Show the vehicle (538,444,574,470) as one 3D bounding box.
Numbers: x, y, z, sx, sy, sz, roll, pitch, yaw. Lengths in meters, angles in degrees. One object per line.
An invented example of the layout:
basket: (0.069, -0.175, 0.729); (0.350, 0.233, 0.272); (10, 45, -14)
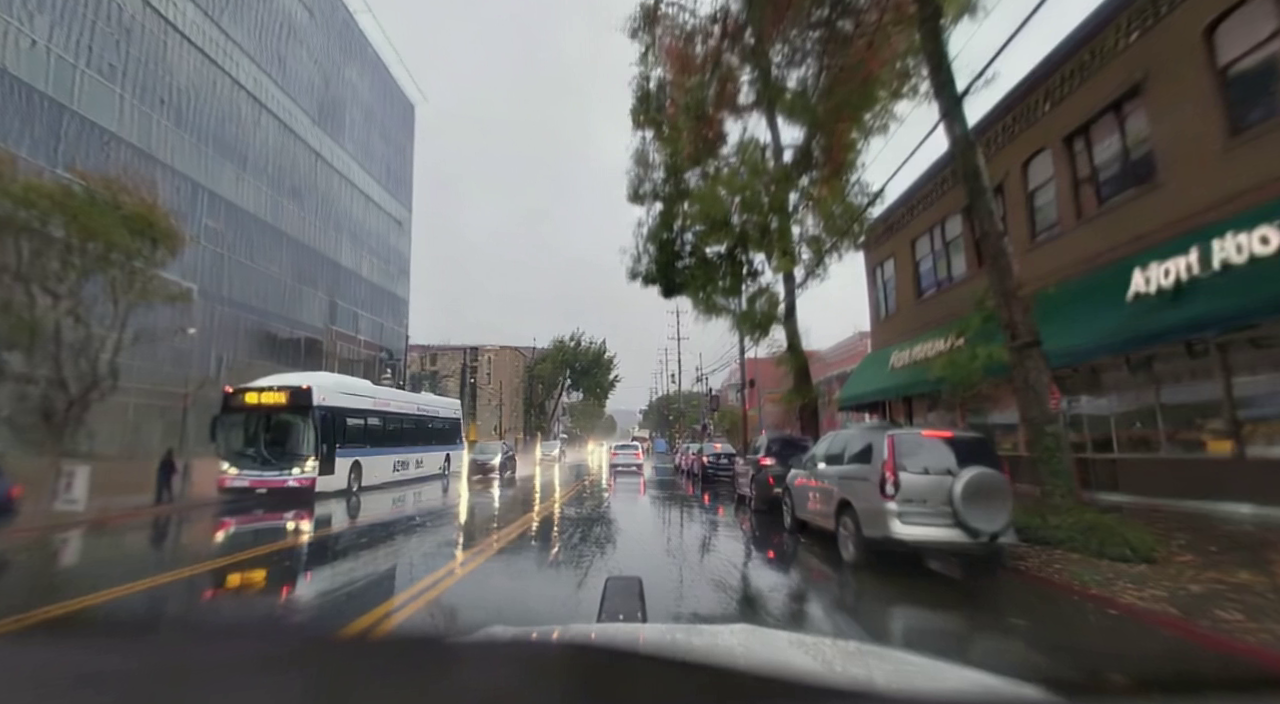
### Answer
vehicle: (-5.970, 7.493, 45.467); (2.050, 1.763, 4.119); (0, -8, -1)

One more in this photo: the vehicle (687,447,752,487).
vehicle: (3.108, 4.591, 25.647); (2.018, 1.474, 4.524); (0, -8, 0)

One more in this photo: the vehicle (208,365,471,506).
vehicle: (-9.567, 3.161, 23.062); (3.022, 3.627, 13.129); (-1, -9, 1)

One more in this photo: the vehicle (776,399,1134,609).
vehicle: (3.125, 1.601, 7.584); (1.998, 1.746, 4.443); (0, -9, 0)

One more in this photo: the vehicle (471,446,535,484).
vehicle: (-6.150, 5.100, 28.786); (1.954, 1.581, 4.197); (0, -8, 0)

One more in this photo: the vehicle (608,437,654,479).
vehicle: (-0.392, 5.203, 31.313); (2.127, 1.893, 4.194); (0, -8, 1)
